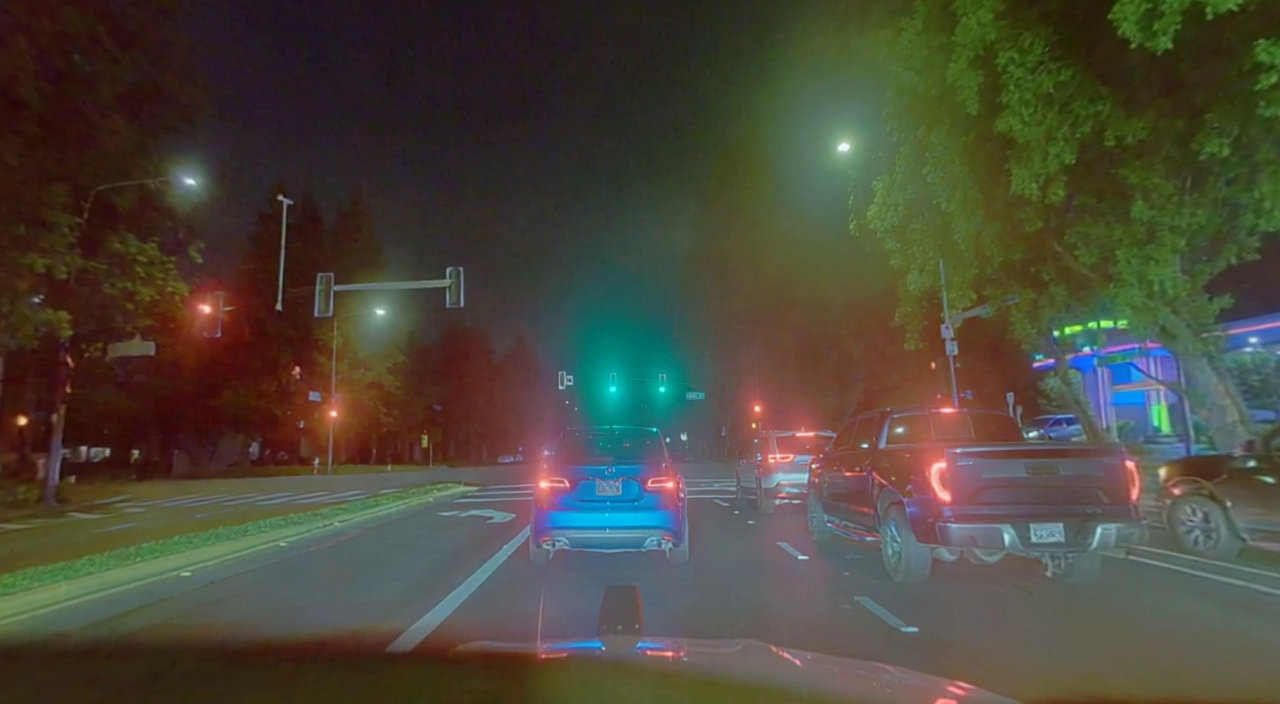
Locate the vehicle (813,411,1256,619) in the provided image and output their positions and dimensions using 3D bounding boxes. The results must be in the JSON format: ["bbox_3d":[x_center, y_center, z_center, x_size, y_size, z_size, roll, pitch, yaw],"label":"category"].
[{"bbox_3d":[3.614,1.565,7.109,1.955,1.550,4.587,0,-8,-1],"label":"vehicle"}]

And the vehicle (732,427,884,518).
[{"bbox_3d":[3.378,2.512,13.689,2.031,1.626,4.264,0,-8,-1],"label":"vehicle"}]

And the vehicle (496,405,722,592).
[{"bbox_3d":[-0.274,1.603,7.631,2.037,1.674,3.693,0,-8,0],"label":"vehicle"}]
